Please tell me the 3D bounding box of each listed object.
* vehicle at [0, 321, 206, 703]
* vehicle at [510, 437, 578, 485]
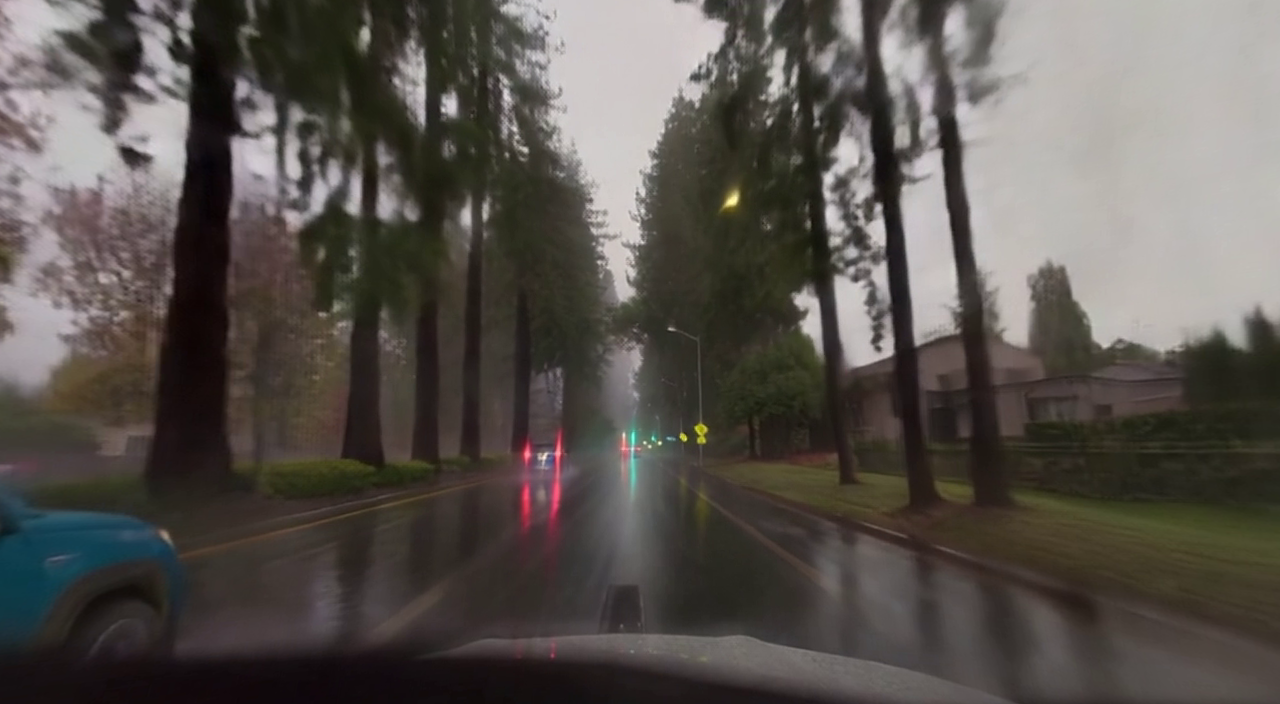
[{"bbox_3d":[-3.335,0.590,1.063,2.152,1.731,4.335,0,-8,-1],"label":"vehicle"},{"bbox_3d":[-3.725,4.300,25.301,2.078,1.748,4.279,0,-8,0],"label":"vehicle"}]
